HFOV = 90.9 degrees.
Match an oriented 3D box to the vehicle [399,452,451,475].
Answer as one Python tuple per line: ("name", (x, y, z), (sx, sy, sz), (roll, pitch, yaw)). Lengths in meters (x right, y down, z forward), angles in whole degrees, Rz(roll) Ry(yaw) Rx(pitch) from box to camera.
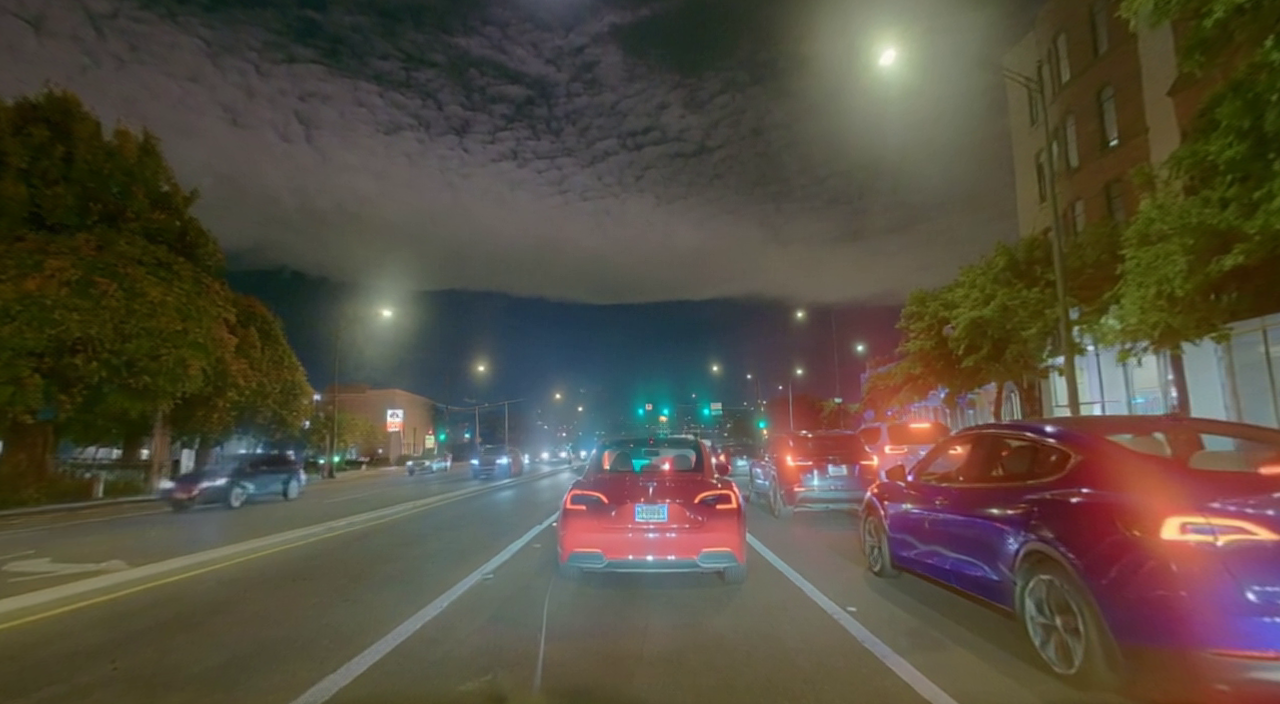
("vehicle", (-14.670, 7.605, 43.271), (1.999, 1.462, 4.200), (0, -8, 1))

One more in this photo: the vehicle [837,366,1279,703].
("vehicle", (3.203, 1.195, 4.640), (2.038, 1.651, 4.455), (0, -8, 0))

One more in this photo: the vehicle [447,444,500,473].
("vehicle", (-10.987, 7.027, 41.856), (2.122, 1.786, 4.757), (0, -8, 1))

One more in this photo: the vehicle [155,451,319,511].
("vehicle", (-11.582, 3.694, 18.553), (1.917, 1.506, 4.280), (0, -8, 1))

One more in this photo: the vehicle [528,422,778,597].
("vehicle", (0.116, 1.645, 7.439), (2.137, 1.488, 3.938), (0, -8, 0))

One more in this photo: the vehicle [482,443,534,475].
("vehicle", (-7.360, 6.001, 35.556), (1.968, 1.682, 4.213), (0, -8, 1))
